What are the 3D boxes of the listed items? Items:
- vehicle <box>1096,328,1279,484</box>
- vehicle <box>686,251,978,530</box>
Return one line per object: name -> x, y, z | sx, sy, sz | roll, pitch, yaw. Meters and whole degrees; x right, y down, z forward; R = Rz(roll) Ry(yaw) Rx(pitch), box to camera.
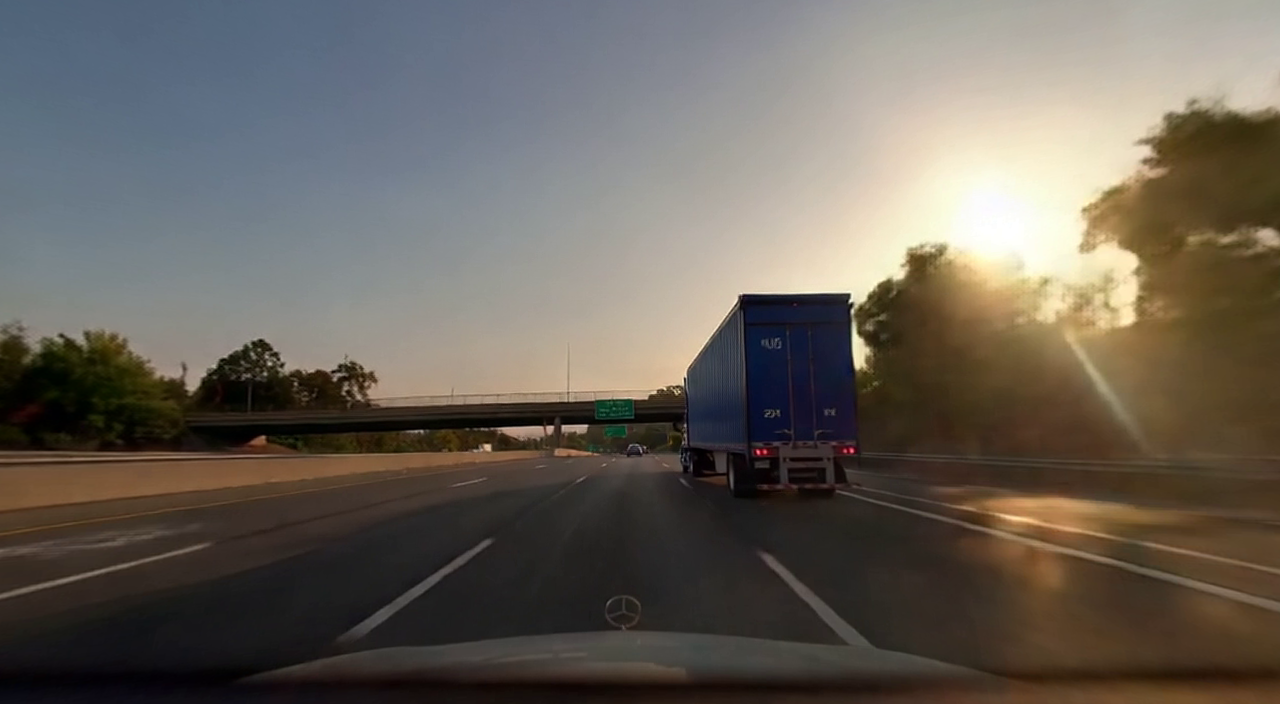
vehicle -> 21.519, 1.589, 18.727 | 4.916, 4.592, 13.750 | 1, -10, -4
vehicle -> 3.387, 1.752, 17.556 | 2.743, 4.160, 16.408 | 0, -9, -1
